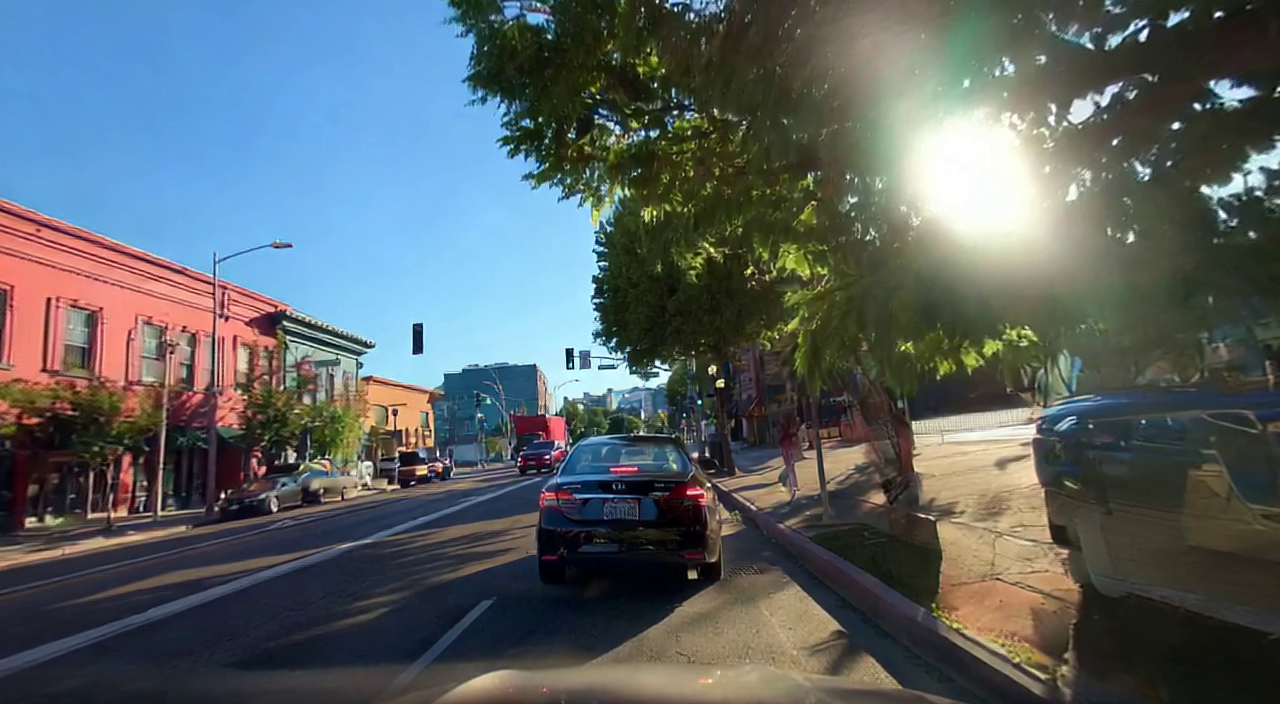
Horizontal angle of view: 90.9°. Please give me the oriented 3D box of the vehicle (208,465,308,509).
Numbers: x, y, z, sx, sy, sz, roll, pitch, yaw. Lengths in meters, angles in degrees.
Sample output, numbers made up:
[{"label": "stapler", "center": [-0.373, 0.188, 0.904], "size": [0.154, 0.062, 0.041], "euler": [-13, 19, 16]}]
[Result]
[{"label": "vehicle", "center": [-17.467, 6.159, 28.908], "size": [3.516, 1.383, 1.704], "euler": [-10, -10, 1]}]

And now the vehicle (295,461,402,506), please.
[{"label": "vehicle", "center": [-11.249, 5.081, 24.719], "size": [2.010, 1.483, 4.324], "euler": [0, -8, 1]}]

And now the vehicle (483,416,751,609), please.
[{"label": "vehicle", "center": [-0.087, 1.540, 6.949], "size": [2.094, 1.478, 3.922], "euler": [-1, -8, 3]}]
